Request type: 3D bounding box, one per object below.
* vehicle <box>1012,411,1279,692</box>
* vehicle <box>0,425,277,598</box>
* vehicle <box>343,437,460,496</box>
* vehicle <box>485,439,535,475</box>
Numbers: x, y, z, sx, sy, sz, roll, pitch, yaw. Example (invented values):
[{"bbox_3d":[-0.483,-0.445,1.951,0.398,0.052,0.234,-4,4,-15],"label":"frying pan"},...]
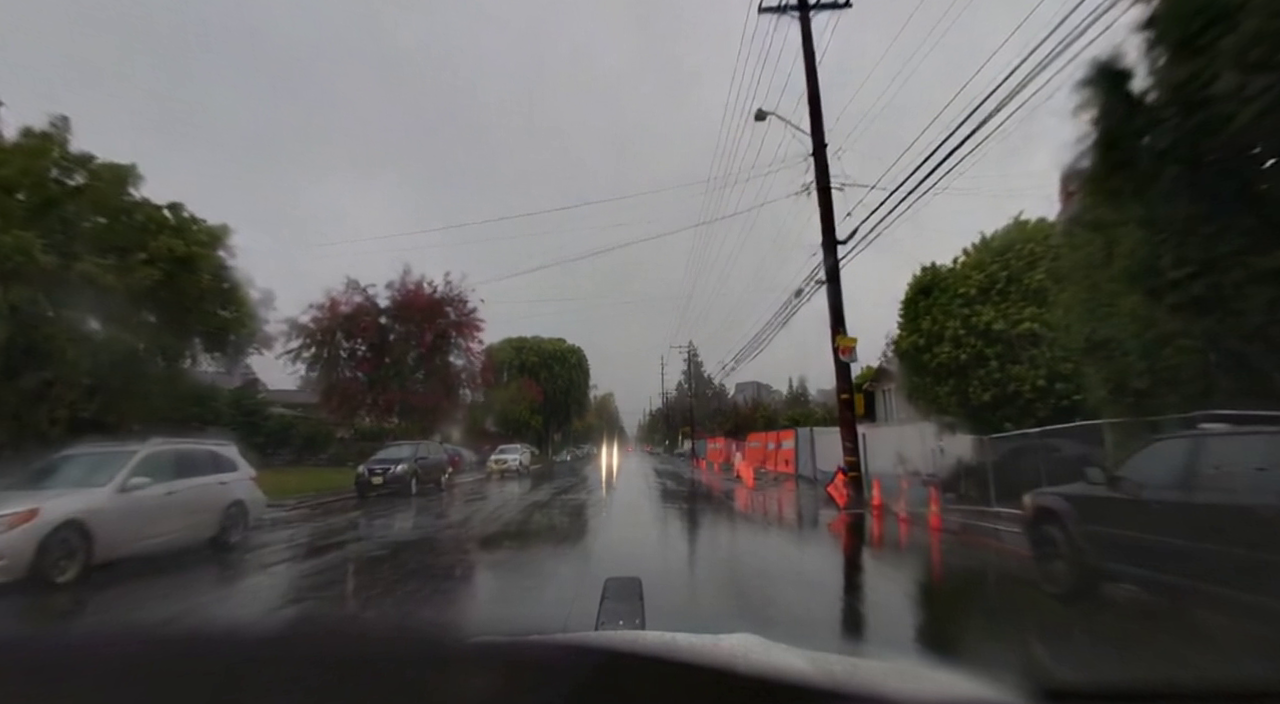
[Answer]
[{"bbox_3d":[4.520,1.126,3.640,2.052,1.514,4.577,0,-9,1],"label":"vehicle"},{"bbox_3d":[-6.843,1.792,7.870,1.934,1.552,4.636,2,-10,-2],"label":"vehicle"},{"bbox_3d":[-7.714,3.733,21.001,2.019,1.723,4.650,0,-9,1],"label":"vehicle"},{"bbox_3d":[-6.843,5.603,33.642,1.932,1.743,4.079,-2,-9,-2],"label":"vehicle"}]
